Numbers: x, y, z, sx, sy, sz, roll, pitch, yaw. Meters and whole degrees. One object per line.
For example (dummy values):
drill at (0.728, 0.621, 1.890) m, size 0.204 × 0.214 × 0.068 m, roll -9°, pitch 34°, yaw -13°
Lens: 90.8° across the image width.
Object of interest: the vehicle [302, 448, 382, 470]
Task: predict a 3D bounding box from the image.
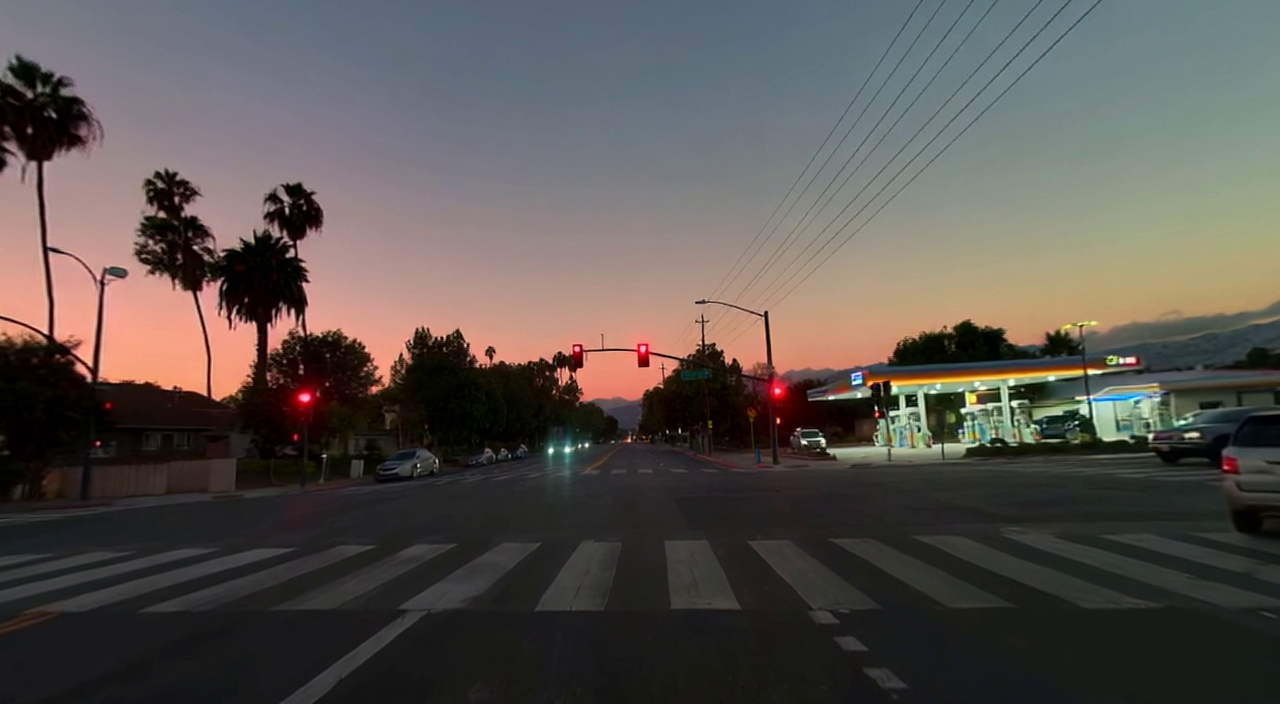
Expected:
vehicle at (-20.896, 7.530, 44.456) m, size 4.672 × 1.469 × 1.816 m, roll 0°, pitch -9°, yaw -2°

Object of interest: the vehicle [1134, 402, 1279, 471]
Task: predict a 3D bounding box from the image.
vehicle at (17.428, 2.411, 18.052) m, size 5.086 × 1.817 × 1.952 m, roll 1°, pitch -9°, yaw -5°

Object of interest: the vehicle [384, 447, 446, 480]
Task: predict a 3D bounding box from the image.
vehicle at (-13.008, 6.416, 36.791) m, size 2.009 × 1.777 × 4.559 m, roll 0°, pitch -9°, yaw -1°
